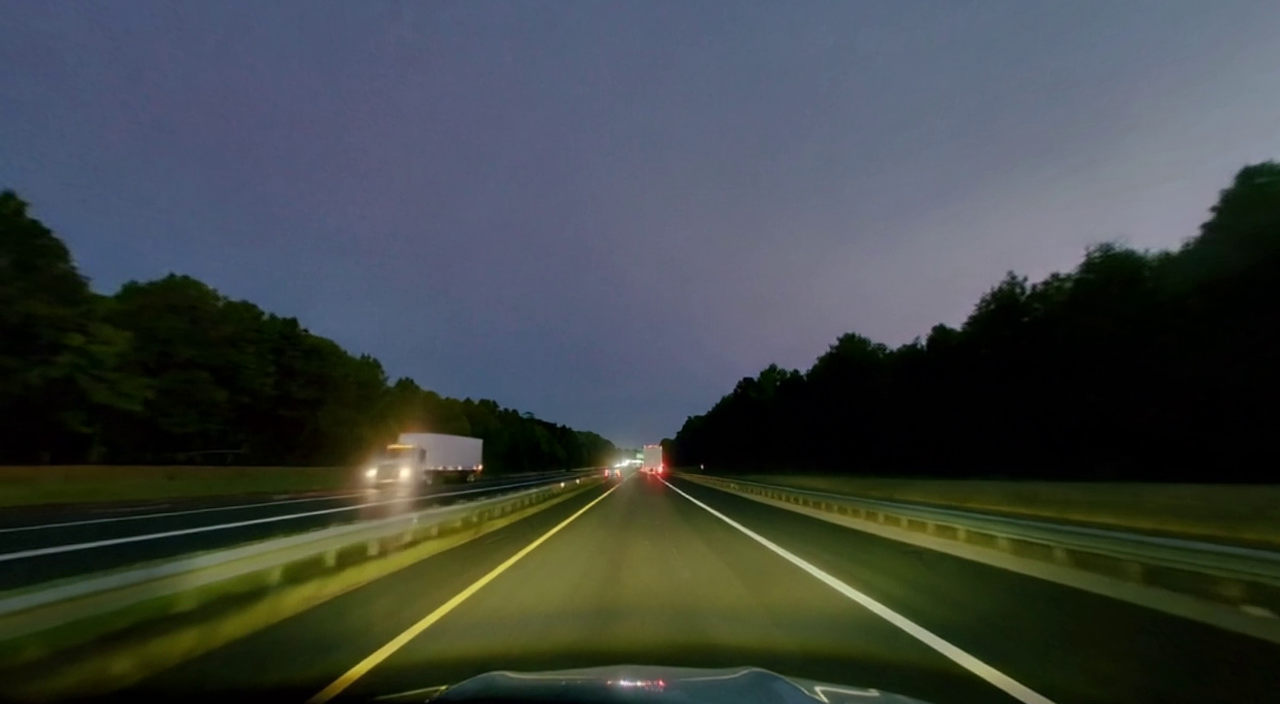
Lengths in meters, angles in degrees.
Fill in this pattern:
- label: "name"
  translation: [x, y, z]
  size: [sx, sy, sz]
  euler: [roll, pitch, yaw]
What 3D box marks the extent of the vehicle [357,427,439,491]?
- label: "vehicle"
  translation: [-16.219, 7.311, 42.781]
  size: [2.919, 3.961, 5.998]
  euler: [0, -10, 2]
